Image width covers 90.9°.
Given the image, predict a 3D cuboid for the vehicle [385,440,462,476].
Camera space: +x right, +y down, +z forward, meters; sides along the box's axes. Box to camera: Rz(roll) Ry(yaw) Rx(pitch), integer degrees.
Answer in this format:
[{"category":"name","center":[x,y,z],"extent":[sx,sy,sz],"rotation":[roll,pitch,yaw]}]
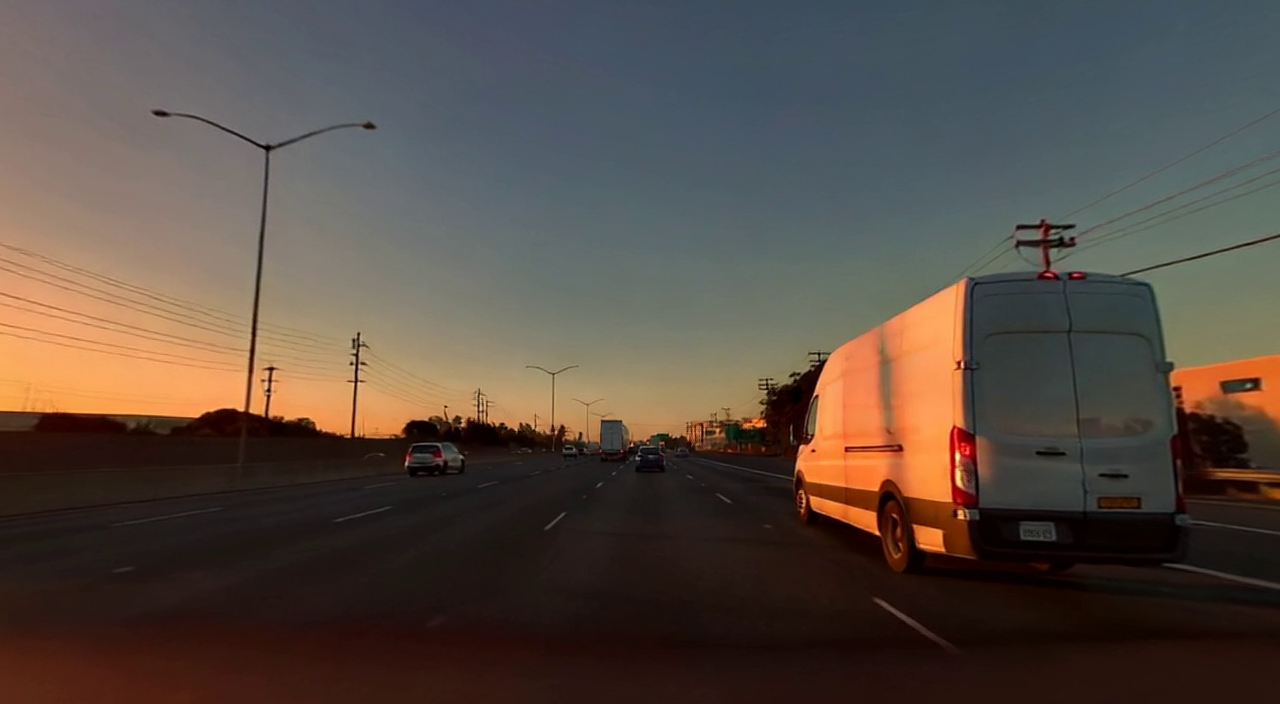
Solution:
[{"category":"vehicle","center":[-10.839,5.327,31.982],"extent":[2.097,1.673,4.730],"rotation":[0,-8,2]}]

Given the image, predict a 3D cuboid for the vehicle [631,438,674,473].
[{"category":"vehicle","center":[0.664,5.767,35.451],"extent":[2.279,1.837,4.747],"rotation":[0,-8,0]}]
